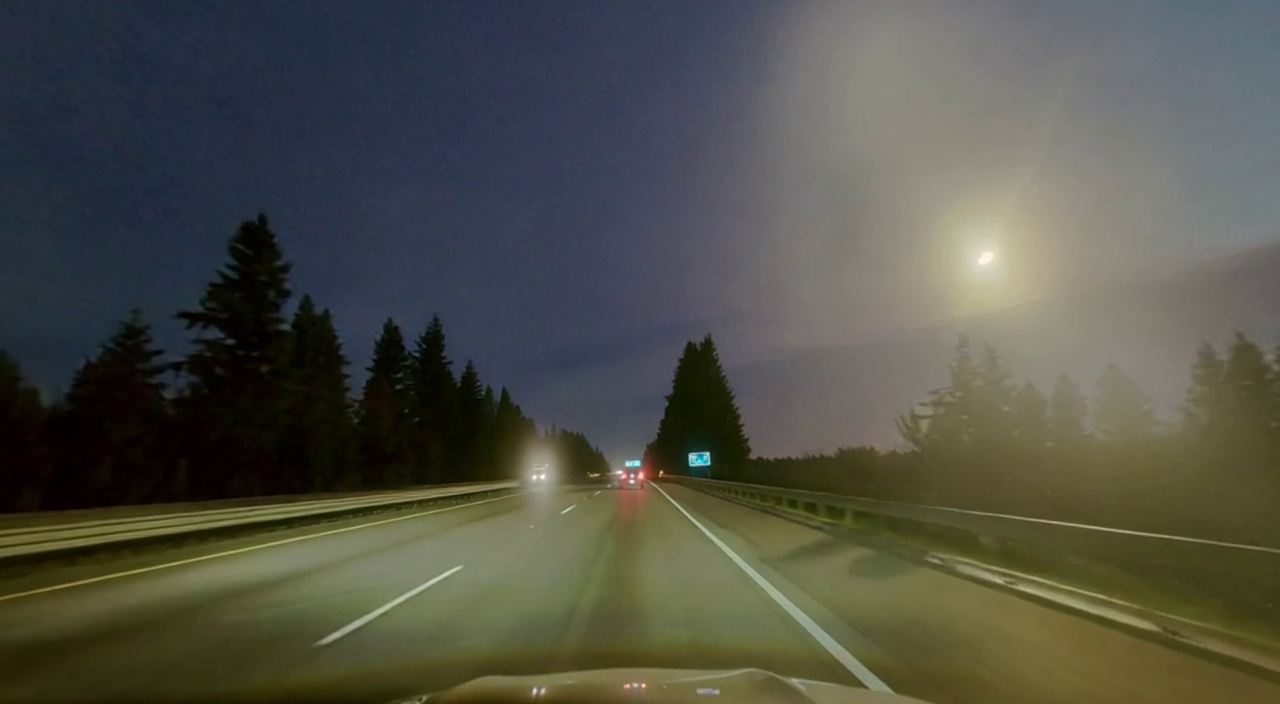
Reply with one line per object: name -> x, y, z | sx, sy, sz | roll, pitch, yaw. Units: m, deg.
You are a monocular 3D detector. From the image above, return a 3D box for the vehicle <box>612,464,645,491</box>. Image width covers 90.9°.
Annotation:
vehicle -> -0.737, 8.446, 42.578 | 2.107, 1.668, 4.554 | 1, -11, 0
